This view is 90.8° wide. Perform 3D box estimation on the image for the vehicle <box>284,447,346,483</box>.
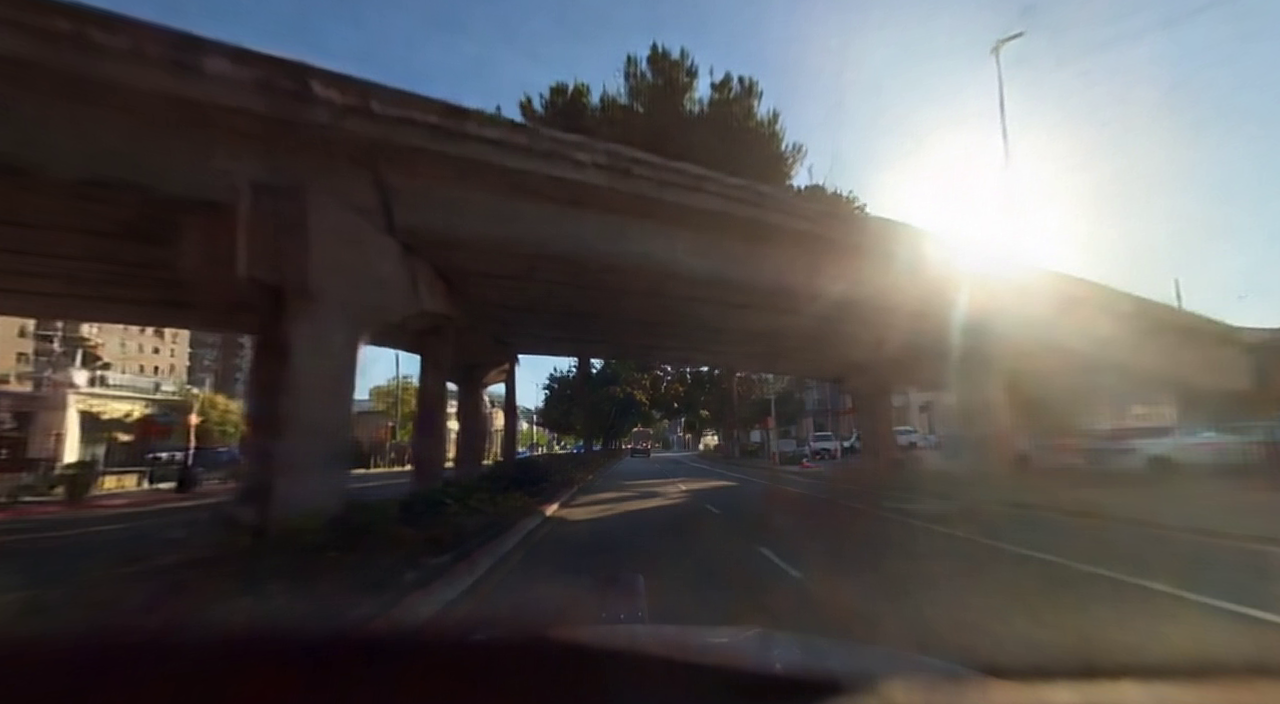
[{"bbox_3d":[-17.556,5.995,34.036,2.613,1.746,6.093,4,-10,-28],"label":"vehicle"}]
